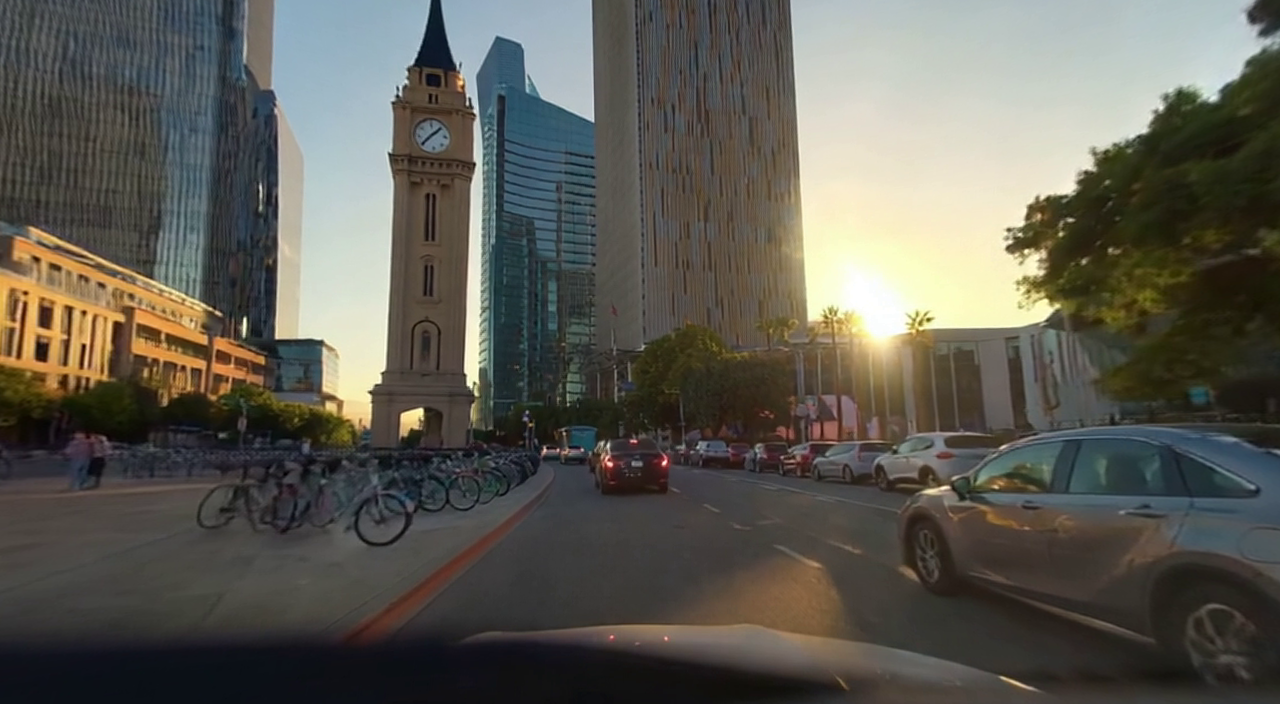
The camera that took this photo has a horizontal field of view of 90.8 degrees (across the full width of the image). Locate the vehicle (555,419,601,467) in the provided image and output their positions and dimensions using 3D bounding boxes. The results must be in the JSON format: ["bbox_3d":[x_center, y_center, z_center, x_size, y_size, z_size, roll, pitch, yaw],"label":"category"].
[{"bbox_3d":[-4.190,6.024,41.695,2.400,2.872,6.053,2,-9,-11],"label":"vehicle"}]

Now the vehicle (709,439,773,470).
[{"bbox_3d":[5.518,5.708,35.370,1.945,1.623,5.013,2,-9,-11],"label":"vehicle"}]

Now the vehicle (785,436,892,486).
[{"bbox_3d":[7.185,3.975,23.437,2.067,1.641,4.569,1,-9,-6],"label":"vehicle"}]

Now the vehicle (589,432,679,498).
[{"bbox_3d":[-0.294,3.049,17.409,2.111,1.605,3.832,1,-9,-6],"label":"vehicle"}]

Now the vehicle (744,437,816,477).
[{"bbox_3d":[6.467,4.903,29.717,1.860,1.684,4.211,1,-9,-8],"label":"vehicle"}]

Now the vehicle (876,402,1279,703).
[{"bbox_3d":[3.672,1.207,4.273,2.116,1.500,4.702,0,-9,-3],"label":"vehicle"}]
